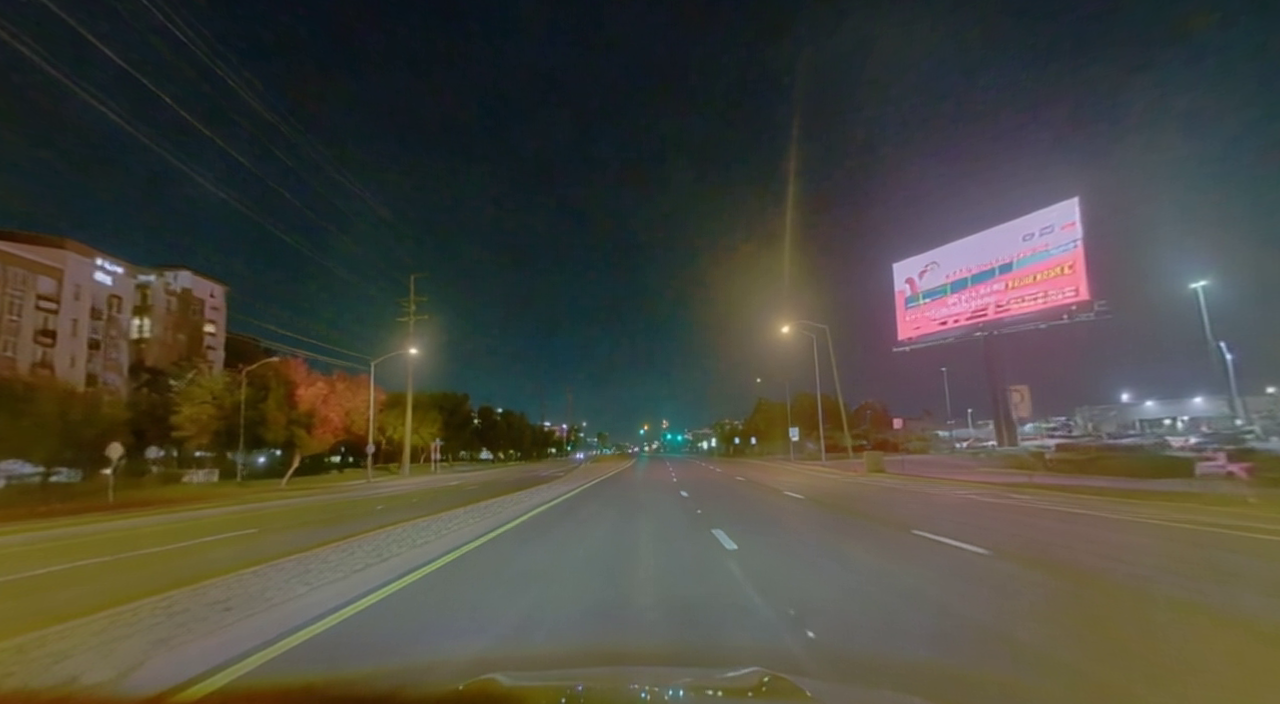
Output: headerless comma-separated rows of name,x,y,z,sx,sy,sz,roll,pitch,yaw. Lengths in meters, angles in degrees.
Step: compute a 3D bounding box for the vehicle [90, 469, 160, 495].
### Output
vehicle,-36.837,9.309,45.222,1.736,1.540,3.854,0,-8,0
